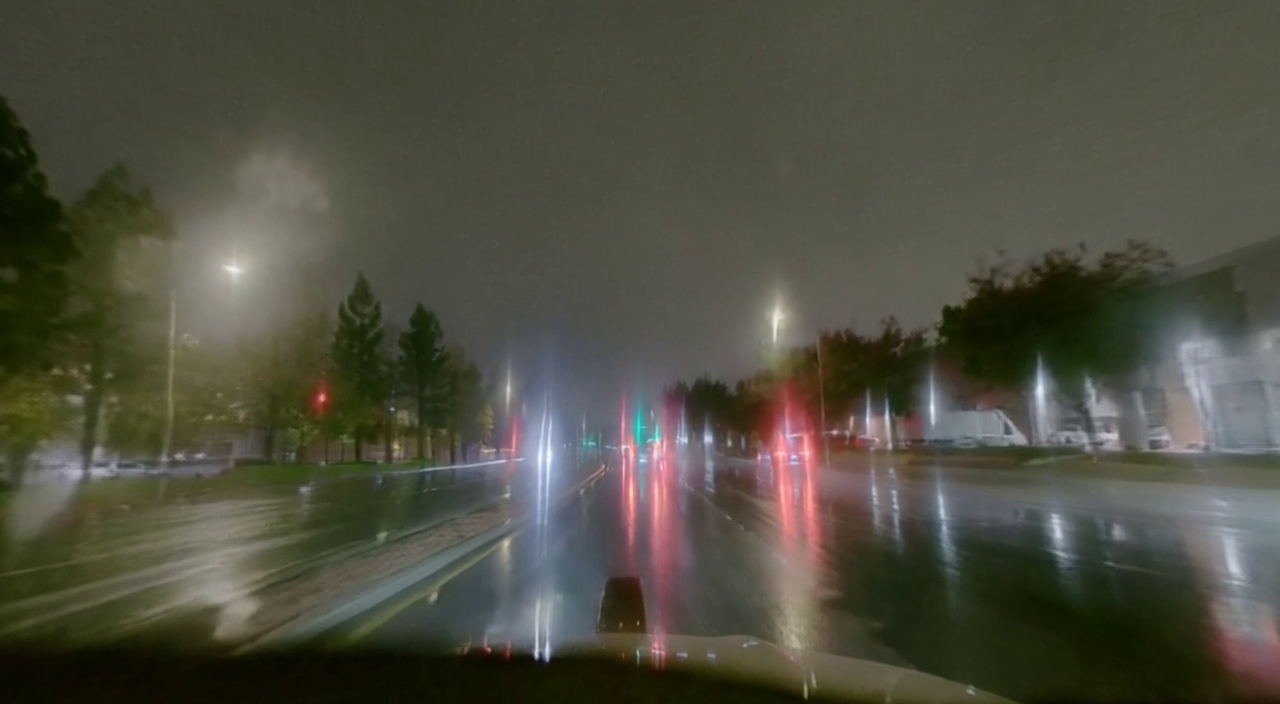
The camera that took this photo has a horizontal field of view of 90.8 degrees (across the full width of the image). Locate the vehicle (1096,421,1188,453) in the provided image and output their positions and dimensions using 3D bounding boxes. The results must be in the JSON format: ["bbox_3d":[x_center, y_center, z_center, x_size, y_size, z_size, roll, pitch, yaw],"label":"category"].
[{"bbox_3d":[30.066,5.175,38.058,2.138,1.531,4.436,-3,-11,6],"label":"vehicle"}]

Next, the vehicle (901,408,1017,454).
[{"bbox_3d":[24.146,6.054,48.070,7.258,3.283,2.680,-1,-9,0],"label":"vehicle"}]

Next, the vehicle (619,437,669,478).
[{"bbox_3d":[0.102,5.014,30.217,2.227,1.794,4.457,0,-9,-2],"label":"vehicle"}]

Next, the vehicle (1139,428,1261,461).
[{"bbox_3d":[26.018,4.364,29.559,1.887,1.419,4.191,-1,-9,1],"label":"vehicle"}]

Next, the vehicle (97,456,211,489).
[{"bbox_3d":[-26.857,6.662,35.026,4.541,1.676,2.063,-1,-9,0],"label":"vehicle"}]

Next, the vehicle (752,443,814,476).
[{"bbox_3d":[7.197,5.474,32.309,2.029,1.548,4.422,0,-9,-2],"label":"vehicle"}]
